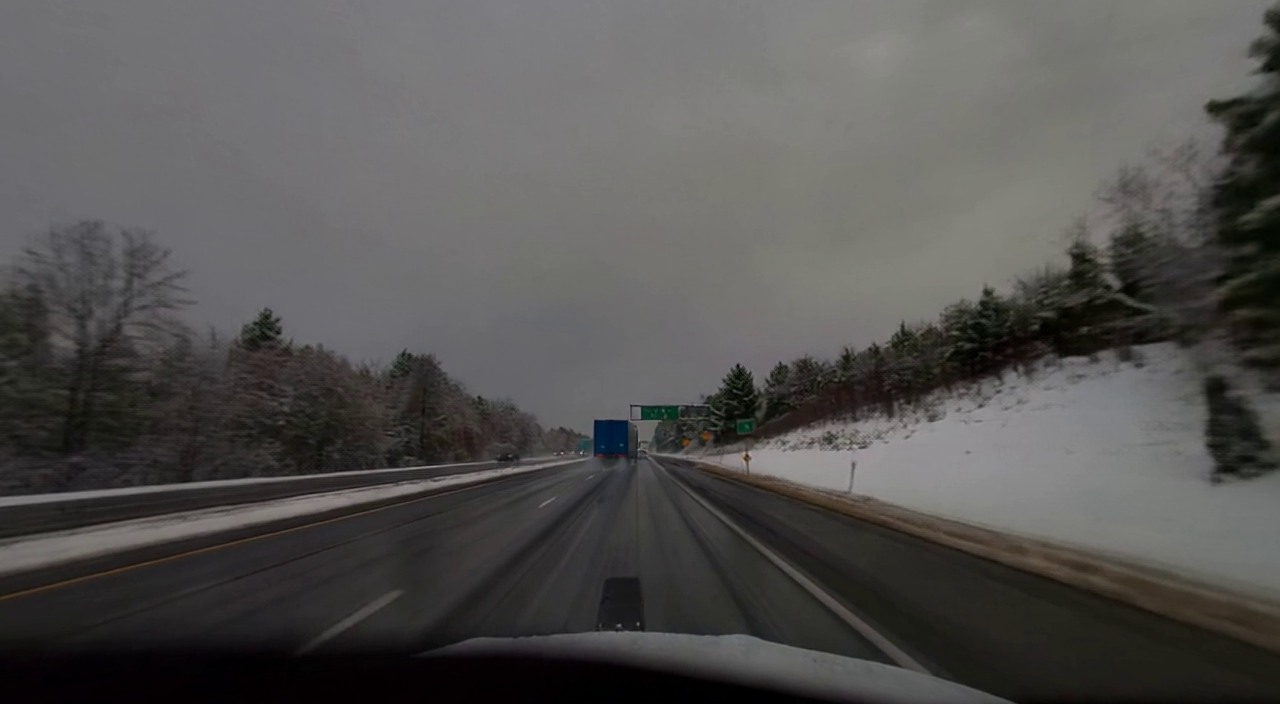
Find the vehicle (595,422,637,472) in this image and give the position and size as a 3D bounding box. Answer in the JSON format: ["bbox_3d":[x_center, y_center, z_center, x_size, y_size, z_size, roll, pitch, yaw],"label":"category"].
[{"bbox_3d":[-1.603,6.720,44.517,2.704,3.270,6.745,0,-9,-1],"label":"vehicle"}]
